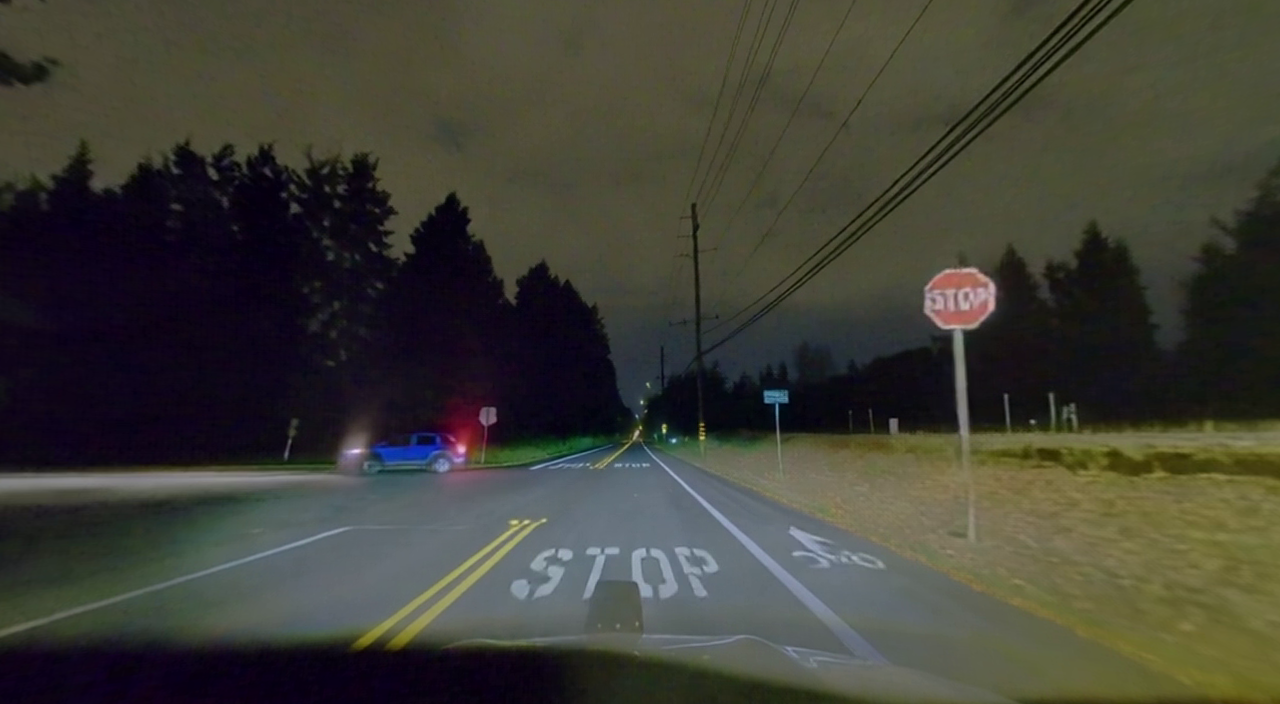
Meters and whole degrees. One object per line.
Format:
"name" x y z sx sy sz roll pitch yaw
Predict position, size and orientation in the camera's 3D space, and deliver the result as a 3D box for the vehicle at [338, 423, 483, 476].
"vehicle" -9.347 4.016 26.067 5.020 1.973 2.348 8 -12 -42
